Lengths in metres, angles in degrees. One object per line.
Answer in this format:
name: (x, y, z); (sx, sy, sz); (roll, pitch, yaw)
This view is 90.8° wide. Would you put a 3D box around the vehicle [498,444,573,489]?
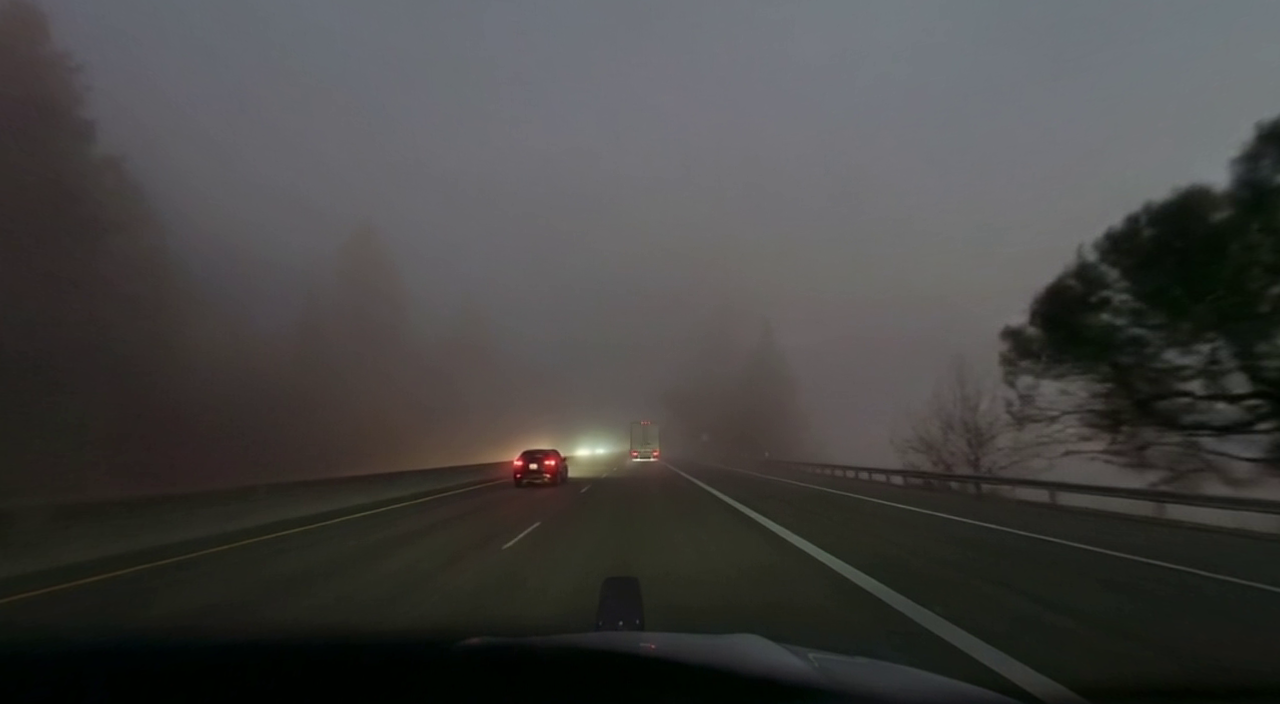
vehicle: (-3.703, 4.133, 23.064); (1.955, 1.438, 4.100); (-1, -9, 1)
